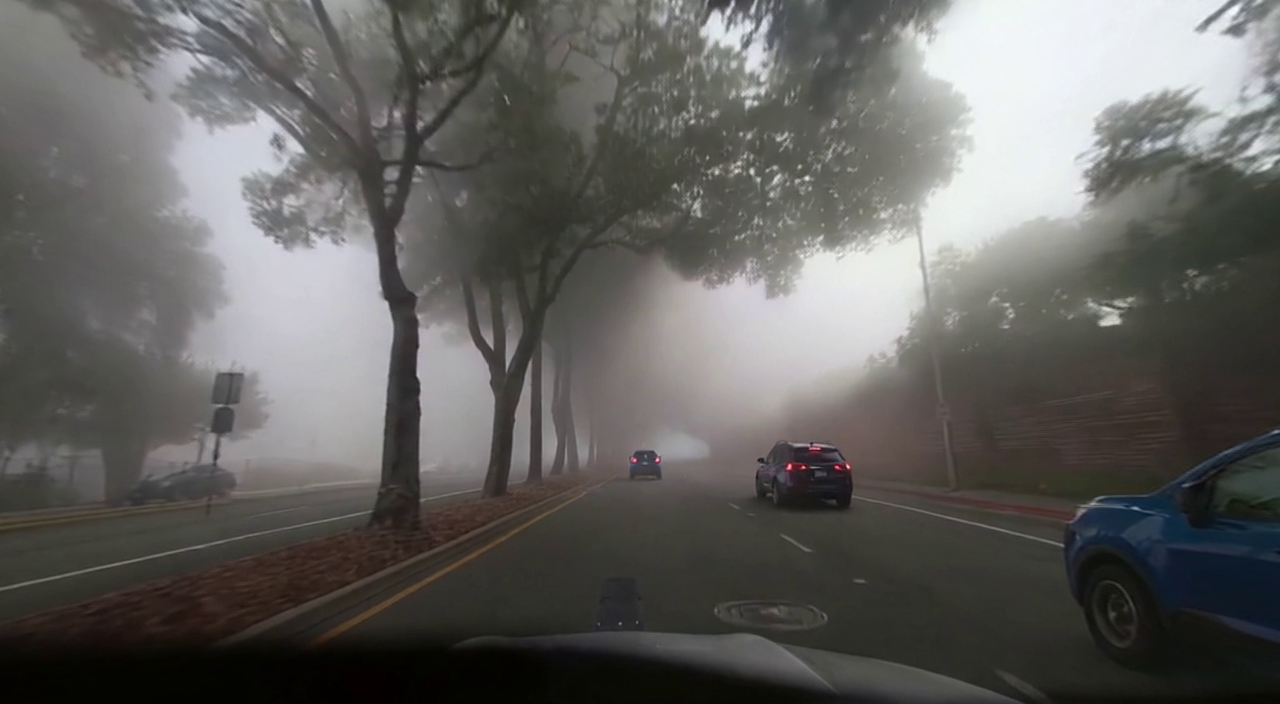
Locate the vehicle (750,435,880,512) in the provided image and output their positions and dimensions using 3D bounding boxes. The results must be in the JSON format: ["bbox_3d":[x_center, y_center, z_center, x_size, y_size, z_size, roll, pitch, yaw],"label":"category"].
[{"bbox_3d":[4.492,3.177,17.054,2.155,1.752,4.456,0,-9,-1],"label":"vehicle"}]

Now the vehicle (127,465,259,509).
[{"bbox_3d":[-17.724,5.343,25.373,1.901,1.467,4.589,0,-8,0],"label":"vehicle"}]

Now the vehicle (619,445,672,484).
[{"bbox_3d":[0.272,5.364,30.510,2.391,1.739,3.837,0,-8,1],"label":"vehicle"}]

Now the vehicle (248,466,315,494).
[{"bbox_3d":[-21.268,7.594,37.696,1.752,1.464,3.975,0,-9,-2],"label":"vehicle"}]

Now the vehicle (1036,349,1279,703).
[{"bbox_3d":[4.073,0.736,1.918,2.470,1.751,5.015,0,-8,0],"label":"vehicle"}]
